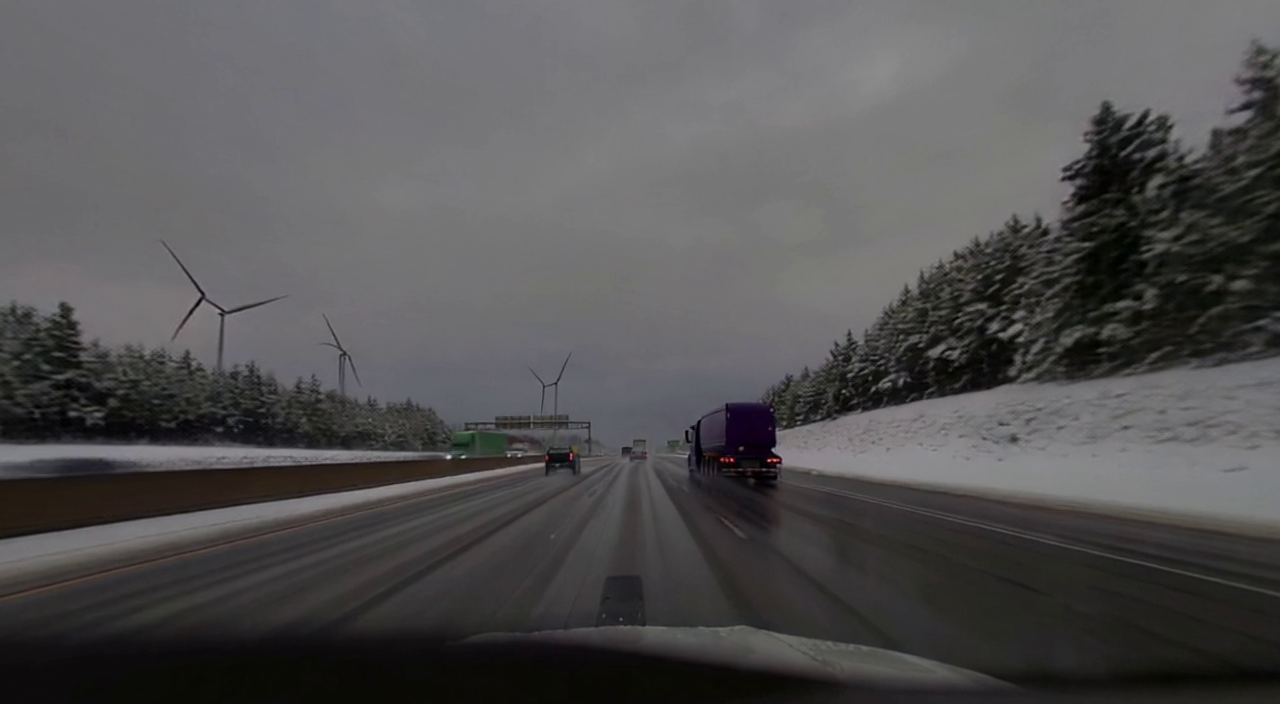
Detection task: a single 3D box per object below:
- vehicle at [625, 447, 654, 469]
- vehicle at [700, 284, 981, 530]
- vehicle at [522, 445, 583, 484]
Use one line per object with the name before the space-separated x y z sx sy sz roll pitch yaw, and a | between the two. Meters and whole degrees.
vehicle | -0.065 7.204 42.993 1.931 1.453 3.695 0 -9 -1
vehicle | 3.834 1.859 16.944 2.947 3.989 13.568 0 -9 -1
vehicle | -3.592 4.687 26.603 1.952 1.521 4.095 0 -9 0
